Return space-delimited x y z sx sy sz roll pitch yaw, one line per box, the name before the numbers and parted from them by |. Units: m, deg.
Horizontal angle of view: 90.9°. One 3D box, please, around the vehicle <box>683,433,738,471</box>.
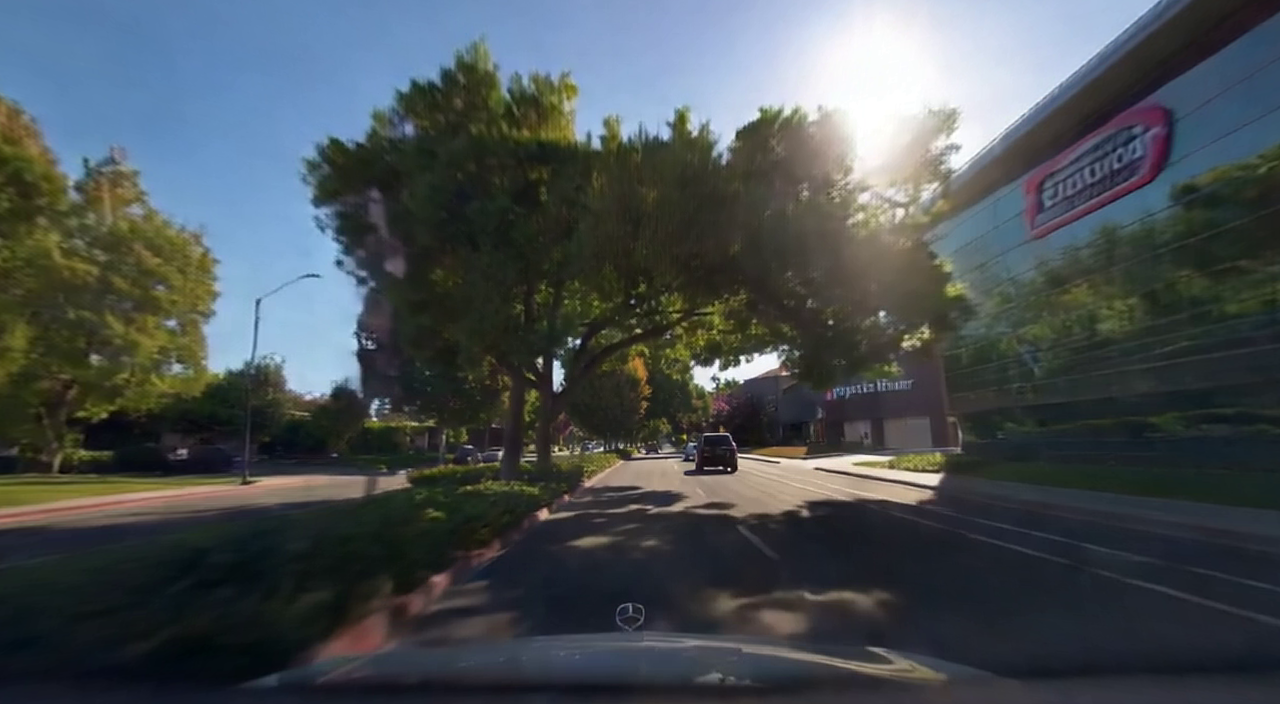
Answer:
vehicle | 3.464 5.001 31.724 2.143 1.759 4.378 0 -8 -1
